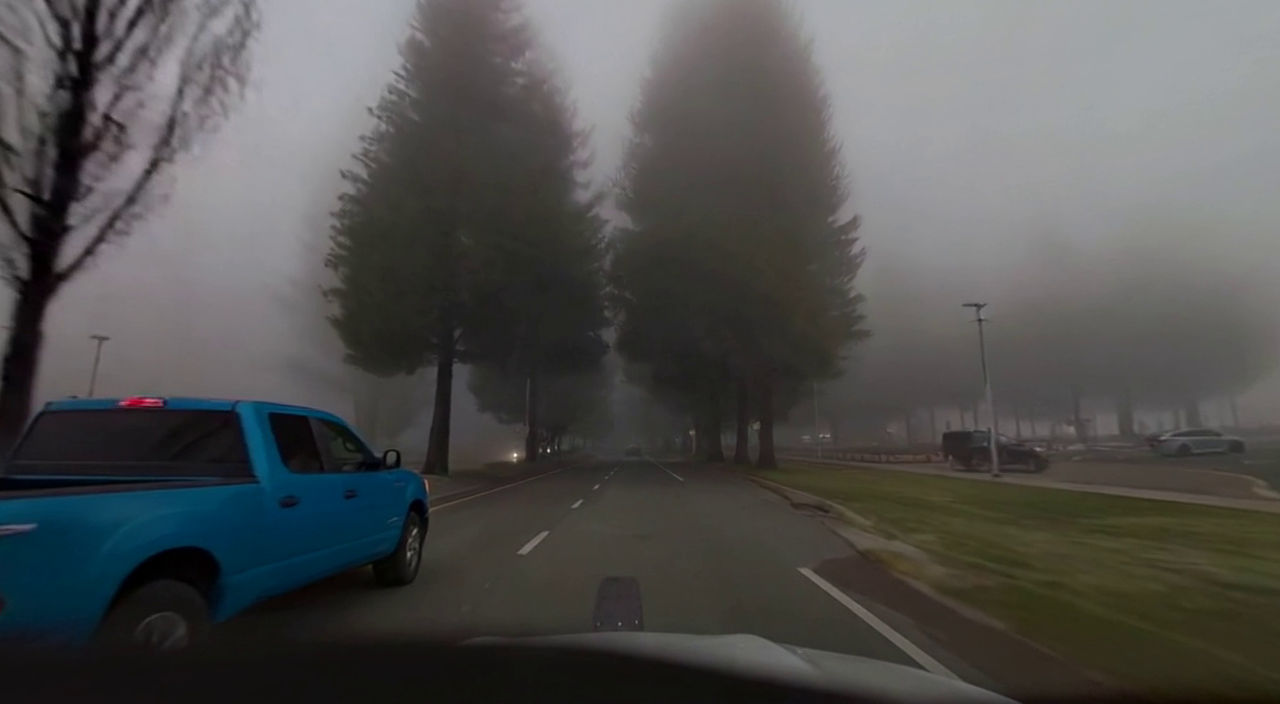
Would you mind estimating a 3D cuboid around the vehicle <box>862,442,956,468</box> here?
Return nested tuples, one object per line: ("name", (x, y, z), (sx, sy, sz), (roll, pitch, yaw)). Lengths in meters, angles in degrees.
("vehicle", (15.445, 5.922, 36.316), (4.582, 1.432, 1.822), (0, -8, 2))

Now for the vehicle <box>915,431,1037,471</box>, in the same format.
("vehicle", (15.310, 4.563, 28.863), (4.332, 1.744, 2.115), (1, -11, -4))

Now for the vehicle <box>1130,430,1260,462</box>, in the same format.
("vehicle", (27.441, 4.670, 31.233), (4.604, 1.487, 1.911), (0, -9, 0))

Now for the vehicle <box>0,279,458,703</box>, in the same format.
("vehicle", (-2.973, 0.978, 3.876), (2.065, 1.790, 5.417), (0, -9, 0))
